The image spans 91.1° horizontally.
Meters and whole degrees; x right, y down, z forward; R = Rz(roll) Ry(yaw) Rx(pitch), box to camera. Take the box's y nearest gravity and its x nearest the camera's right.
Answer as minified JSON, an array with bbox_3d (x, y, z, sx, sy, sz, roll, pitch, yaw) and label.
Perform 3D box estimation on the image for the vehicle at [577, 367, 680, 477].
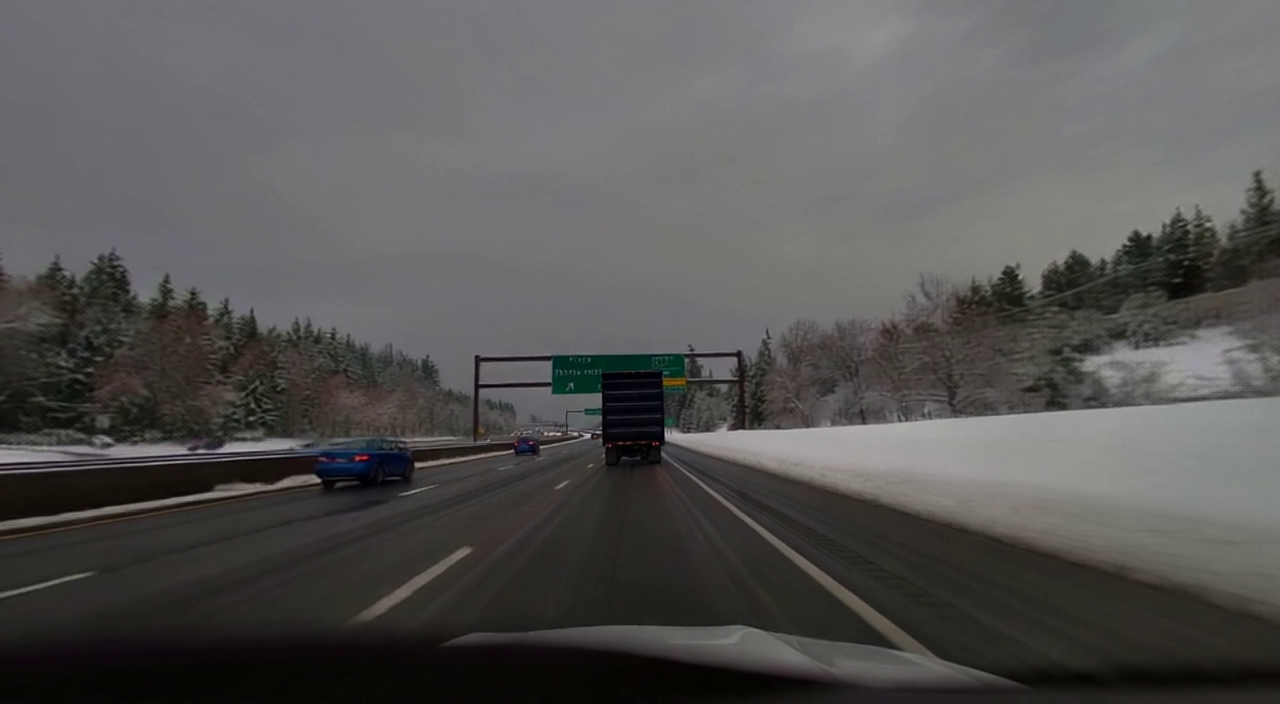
[{"bbox_3d":[-0.446,3.115,26.464,3.033,3.223,14.836,2,-8,-1],"label":"vehicle"}]

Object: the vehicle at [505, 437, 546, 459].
[{"bbox_3d":[-7.800,6.553,43.112,1.949,1.437,4.296,0,-8,0],"label":"vehicle"}]

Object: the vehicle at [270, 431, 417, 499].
[{"bbox_3d":[-7.211,2.736,15.757,1.856,1.479,3.710,0,-8,0],"label":"vehicle"}]
